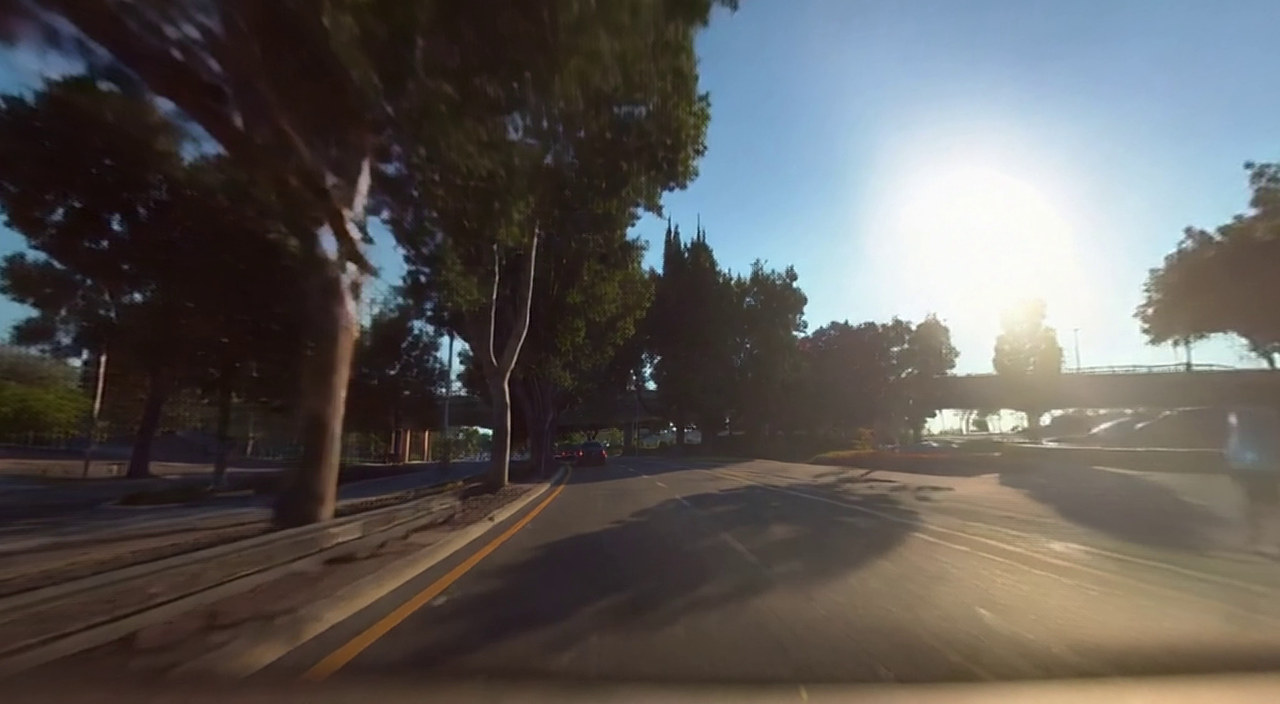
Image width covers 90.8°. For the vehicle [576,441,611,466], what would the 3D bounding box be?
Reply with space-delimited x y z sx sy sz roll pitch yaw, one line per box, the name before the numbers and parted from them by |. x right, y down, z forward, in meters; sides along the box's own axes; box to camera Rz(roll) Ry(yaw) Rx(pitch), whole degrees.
vehicle | -3.371 7.269 45.324 2.184 1.713 4.231 1 -9 -9
